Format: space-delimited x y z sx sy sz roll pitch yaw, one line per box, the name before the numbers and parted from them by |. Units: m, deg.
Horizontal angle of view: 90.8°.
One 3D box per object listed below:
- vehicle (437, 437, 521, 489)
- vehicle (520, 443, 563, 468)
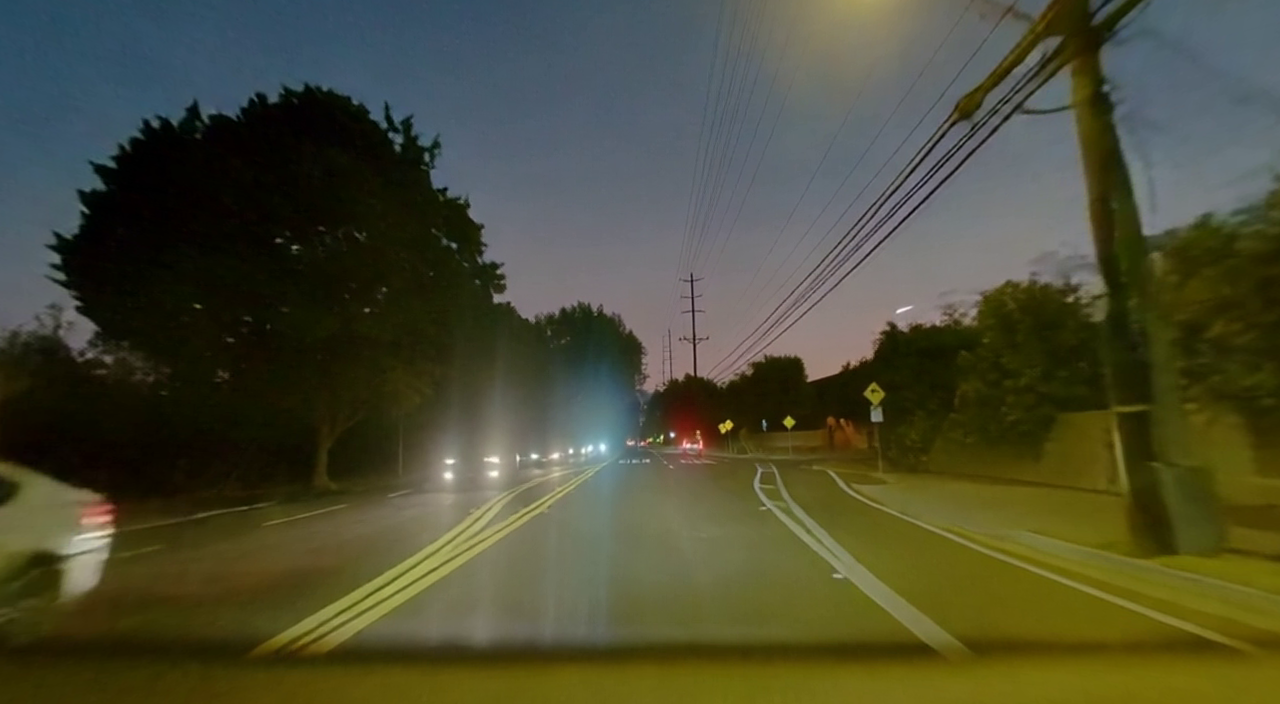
vehicle | -5.509 3.821 22.124 2.001 1.616 4.064 0 -9 -2
vehicle | -6.309 6.669 40.909 2.043 1.484 4.532 0 -9 0
